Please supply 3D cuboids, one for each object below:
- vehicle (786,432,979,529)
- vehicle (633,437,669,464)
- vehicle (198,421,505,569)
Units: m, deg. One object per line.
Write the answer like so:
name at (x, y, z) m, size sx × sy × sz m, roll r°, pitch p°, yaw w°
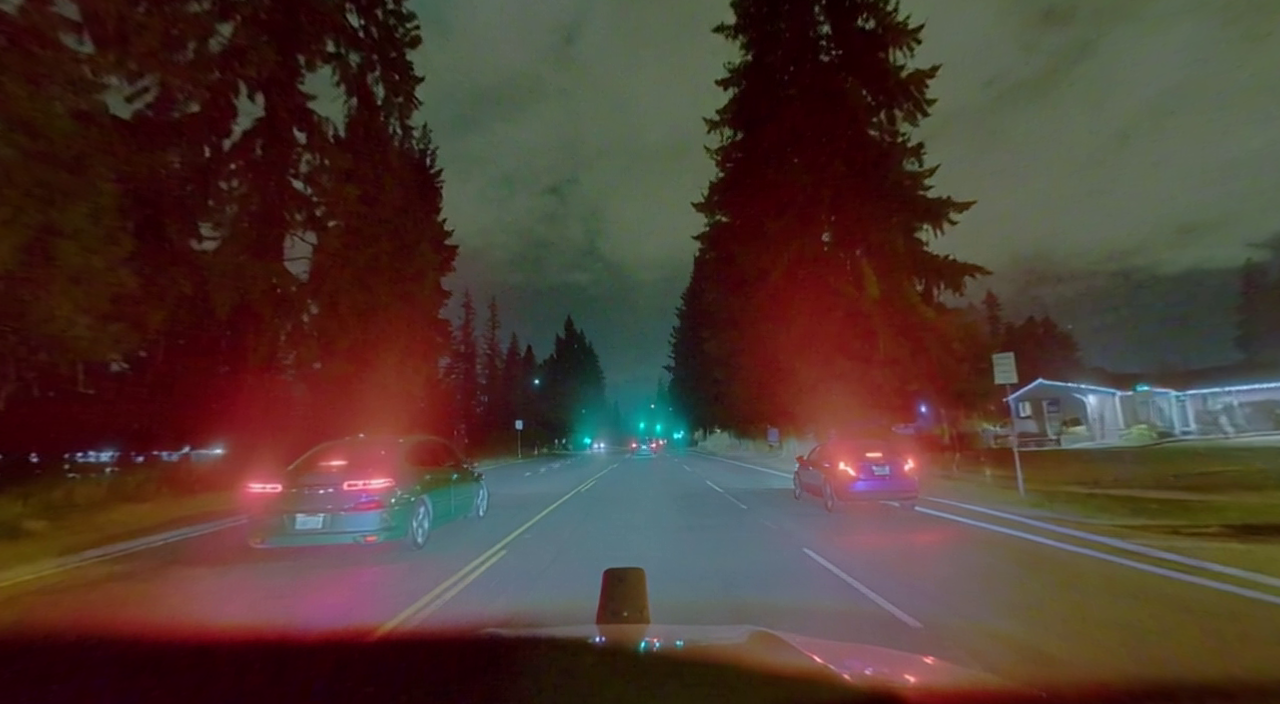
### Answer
vehicle at (4.309, 2.289, 12.124) m, size 1.943 × 1.471 × 4.515 m, roll -1°, pitch -7°, yaw 0°
vehicle at (0.675, 6.268, 40.559) m, size 2.206 × 1.525 × 4.695 m, roll -1°, pitch -7°, yaw 0°
vehicle at (-3.630, 1.847, 9.258) m, size 2.162 × 1.546 × 4.889 m, roll -1°, pitch -7°, yaw 1°
